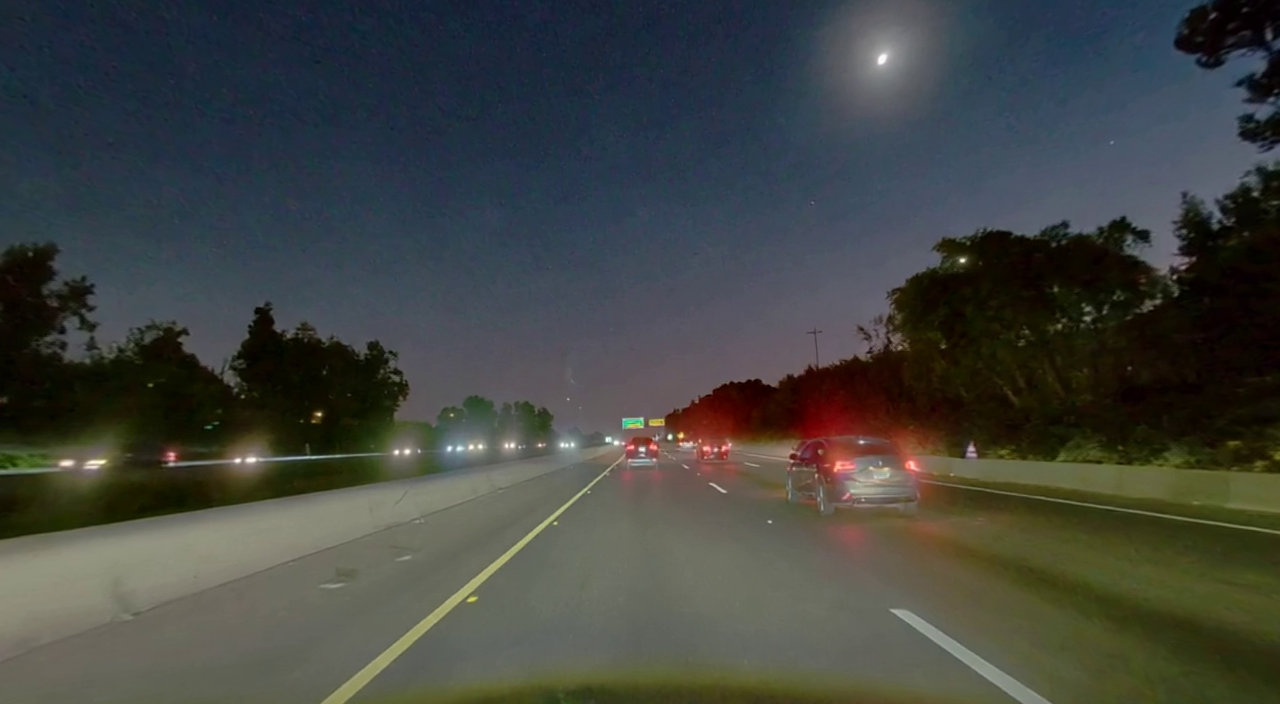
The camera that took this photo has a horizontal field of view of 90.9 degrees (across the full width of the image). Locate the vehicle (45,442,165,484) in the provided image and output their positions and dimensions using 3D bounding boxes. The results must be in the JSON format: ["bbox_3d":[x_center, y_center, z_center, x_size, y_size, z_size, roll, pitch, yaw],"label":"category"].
[{"bbox_3d":[-26.712,5.516,31.756,2.005,1.908,4.590,0,-8,-1],"label":"vehicle"}]

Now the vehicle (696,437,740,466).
[{"bbox_3d":[4.213,5.458,34.726,1.825,1.487,4.034,0,-8,-1],"label":"vehicle"}]

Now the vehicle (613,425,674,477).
[{"bbox_3d":[0.136,3.862,24.805,2.189,1.852,4.038,0,-8,0],"label":"vehicle"}]

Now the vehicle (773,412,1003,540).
[{"bbox_3d":[3.739,1.956,10.575,2.003,1.661,4.418,0,-8,-1],"label":"vehicle"}]
